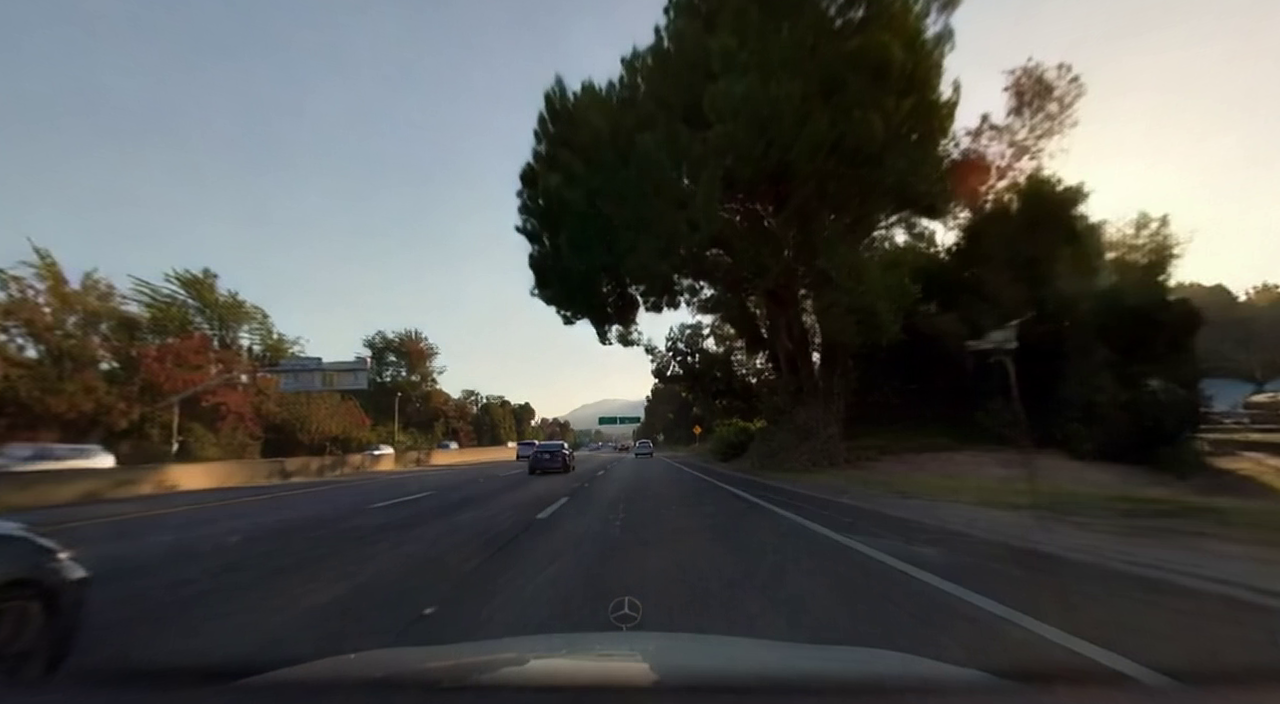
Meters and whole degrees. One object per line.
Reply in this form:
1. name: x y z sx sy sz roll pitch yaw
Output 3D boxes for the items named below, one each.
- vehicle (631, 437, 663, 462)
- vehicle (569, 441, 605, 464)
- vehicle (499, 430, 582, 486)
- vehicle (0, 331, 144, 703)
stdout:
1. vehicle: 0.526 7.234 46.715 2.285 1.797 4.478 0 -8 0
2. vehicle: -3.502 6.714 41.991 2.055 1.431 3.921 0 -8 1
3. vehicle: -3.218 3.530 21.234 2.056 1.679 4.204 0 -8 1
4. vehicle: -3.517 0.477 0.493 2.040 1.672 5.122 0 -8 0
